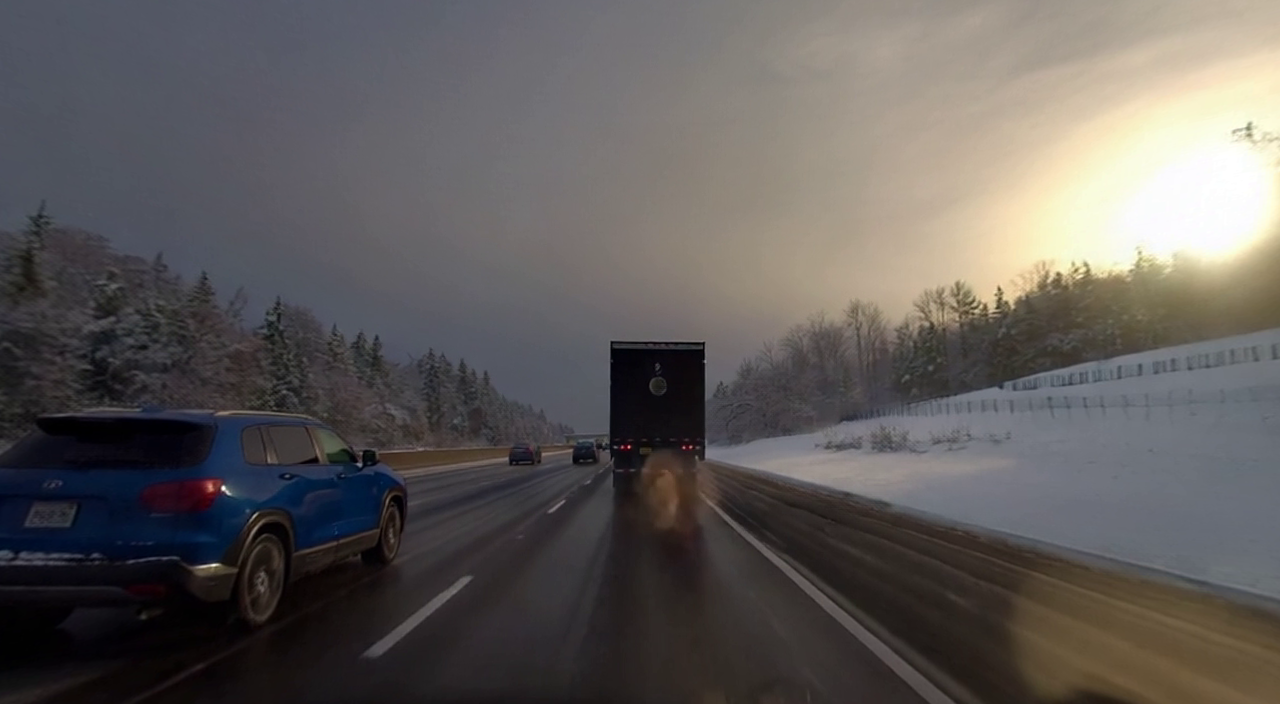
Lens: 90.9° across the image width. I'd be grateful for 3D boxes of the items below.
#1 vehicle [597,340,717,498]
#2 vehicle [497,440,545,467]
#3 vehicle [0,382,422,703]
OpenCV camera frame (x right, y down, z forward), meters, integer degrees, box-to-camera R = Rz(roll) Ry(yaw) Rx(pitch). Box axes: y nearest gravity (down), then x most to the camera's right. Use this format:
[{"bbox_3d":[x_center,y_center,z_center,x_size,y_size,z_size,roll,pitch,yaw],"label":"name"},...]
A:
[{"bbox_3d":[0.411,2.397,20.638,2.870,3.841,10.653,0,-9,0],"label":"vehicle"},{"bbox_3d":[-6.894,5.951,37.108,1.882,1.451,4.416,0,-9,1],"label":"vehicle"},{"bbox_3d":[-3.751,1.311,5.503,2.077,1.671,4.249,0,-9,1],"label":"vehicle"}]
